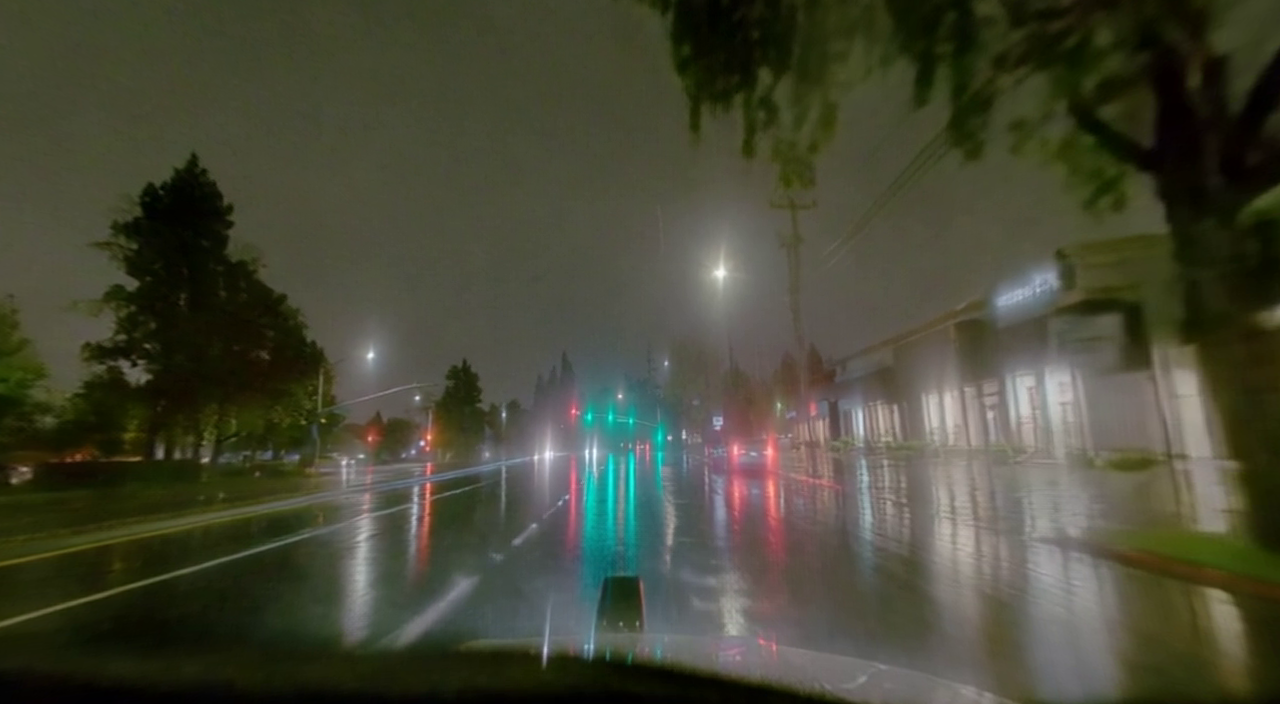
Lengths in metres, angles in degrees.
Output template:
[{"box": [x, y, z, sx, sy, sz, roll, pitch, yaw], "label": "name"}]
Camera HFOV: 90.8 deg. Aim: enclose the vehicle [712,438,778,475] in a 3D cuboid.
[{"box": [4.457, 4.507, 27.467, 1.942, 1.469, 4.049, 0, -9, -3], "label": "vehicle"}]
